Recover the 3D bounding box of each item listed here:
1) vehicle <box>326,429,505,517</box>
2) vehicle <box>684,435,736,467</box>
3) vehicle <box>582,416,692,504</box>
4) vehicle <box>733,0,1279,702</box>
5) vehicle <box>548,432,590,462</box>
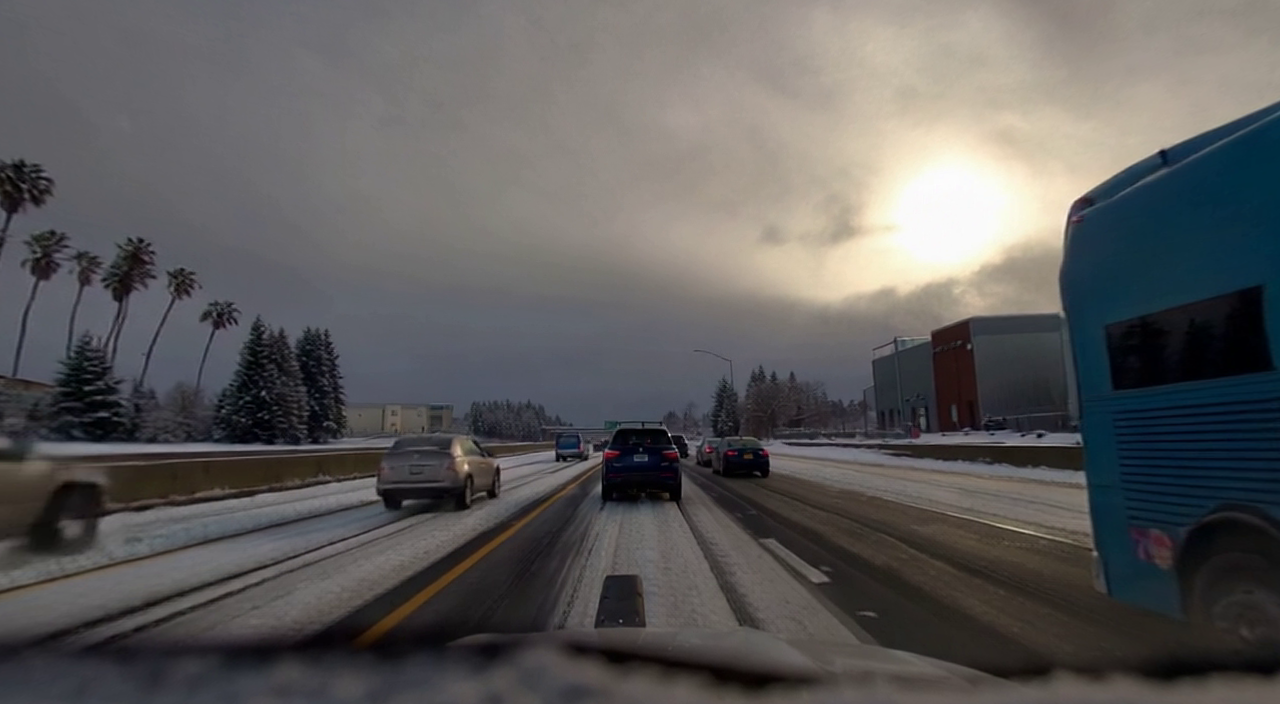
[{"bbox_3d":[-4.464,2.488,13.473,2.040,1.536,4.680,0,-9,1],"label":"vehicle"},{"bbox_3d":[3.491,5.089,32.381,2.039,1.516,4.521,0,-9,-2],"label":"vehicle"},{"bbox_3d":[-0.021,2.560,15.196,2.268,1.796,4.280,0,-9,1],"label":"vehicle"},{"bbox_3d":[3.984,0.849,10.169,3.020,3.622,14.302,0,-9,1],"label":"vehicle"},{"bbox_3d":[-4.456,6.052,40.234,2.100,1.765,4.743,0,-9,1],"label":"vehicle"}]
